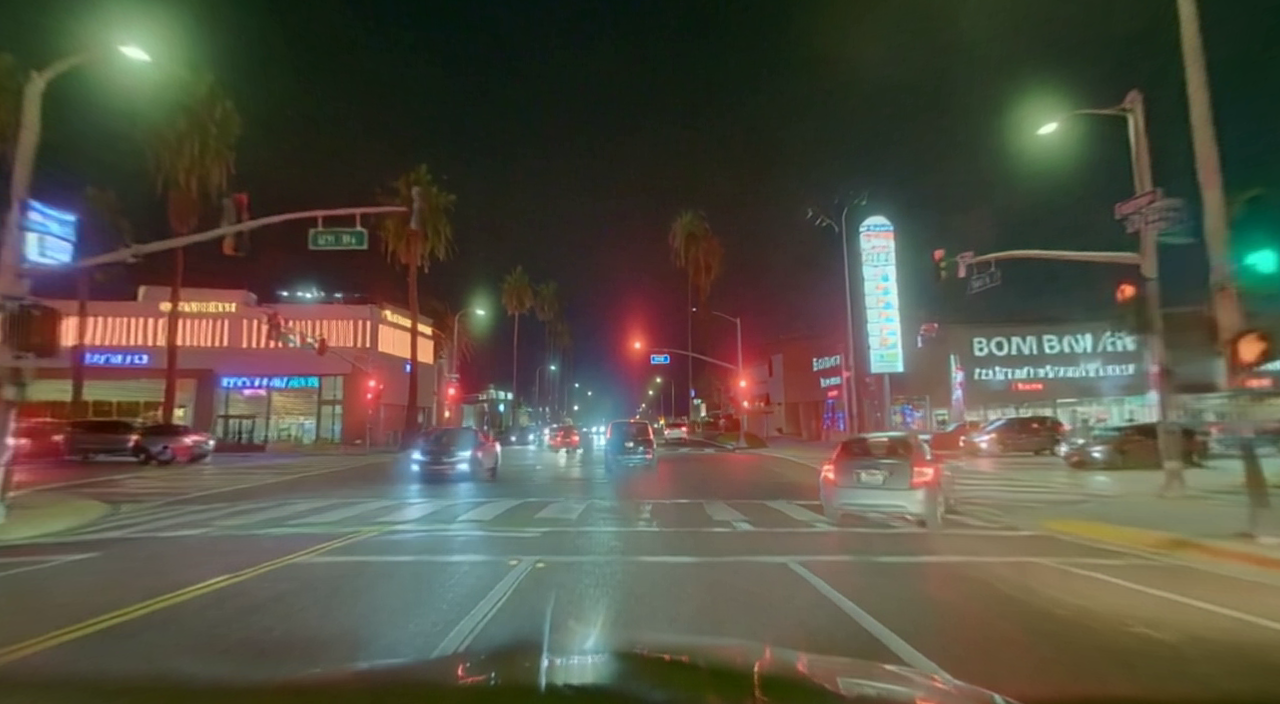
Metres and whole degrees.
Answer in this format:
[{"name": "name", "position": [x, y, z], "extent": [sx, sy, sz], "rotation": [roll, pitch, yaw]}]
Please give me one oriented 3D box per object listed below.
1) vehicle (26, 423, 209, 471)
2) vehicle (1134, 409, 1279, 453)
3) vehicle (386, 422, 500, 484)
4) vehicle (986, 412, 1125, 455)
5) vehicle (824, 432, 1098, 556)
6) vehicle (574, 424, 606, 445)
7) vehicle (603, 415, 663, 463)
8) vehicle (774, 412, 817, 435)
[{"name": "vehicle", "position": [-20.876, 3.834, 25.394], "extent": [5.674, 1.804, 2.190], "rotation": [-1, -8, 6]}, {"name": "vehicle", "position": [23.730, 3.318, 26.339], "extent": [4.466, 1.740, 2.021], "rotation": [0, -8, 0]}, {"name": "vehicle", "position": [-5.874, 3.076, 19.475], "extent": [2.040, 1.670, 4.508], "rotation": [0, -8, 0]}, {"name": "vehicle", "position": [17.020, 3.369, 26.076], "extent": [4.304, 1.685, 1.947], "rotation": [0, -8, 1]}, {"name": "vehicle", "position": [4.511, 2.034, 9.915], "extent": [1.963, 1.449, 4.653], "rotation": [0, -8, 2]}, {"name": "vehicle", "position": [-3.616, 6.075, 46.347], "extent": [1.921, 1.491, 4.332], "rotation": [0, -8, 1]}, {"name": "vehicle", "position": [-0.312, 3.631, 26.318], "extent": [2.264, 1.798, 4.531], "rotation": [0, -8, -1]}, {"name": "vehicle", "position": [11.433, 5.326, 46.779], "extent": [1.899, 1.550, 4.531], "rotation": [-1, -8, -1]}]
